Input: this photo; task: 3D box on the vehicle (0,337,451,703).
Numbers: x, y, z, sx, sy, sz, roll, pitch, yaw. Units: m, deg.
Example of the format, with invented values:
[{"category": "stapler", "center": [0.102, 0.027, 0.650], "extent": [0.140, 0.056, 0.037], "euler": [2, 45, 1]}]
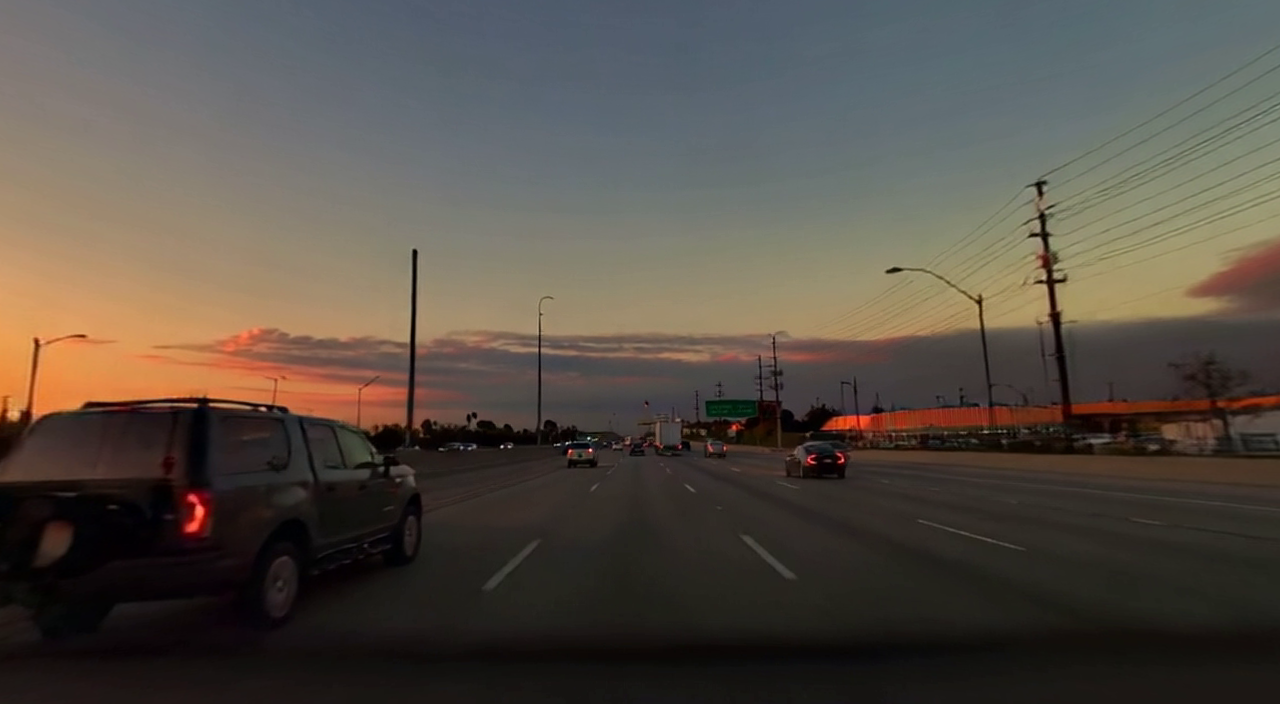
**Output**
[{"category": "vehicle", "center": [-3.349, 1.163, 5.060], "extent": [2.130, 1.799, 4.583], "euler": [0, -9, 1]}]

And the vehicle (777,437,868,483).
[{"category": "vehicle", "center": [6.559, 3.932, 23.176], "extent": [1.980, 1.501, 4.433], "euler": [0, -8, -1]}]

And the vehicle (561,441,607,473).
[{"category": "vehicle", "center": [-2.782, 5.310, 32.006], "extent": [1.929, 1.521, 4.097], "euler": [0, -9, 0]}]
